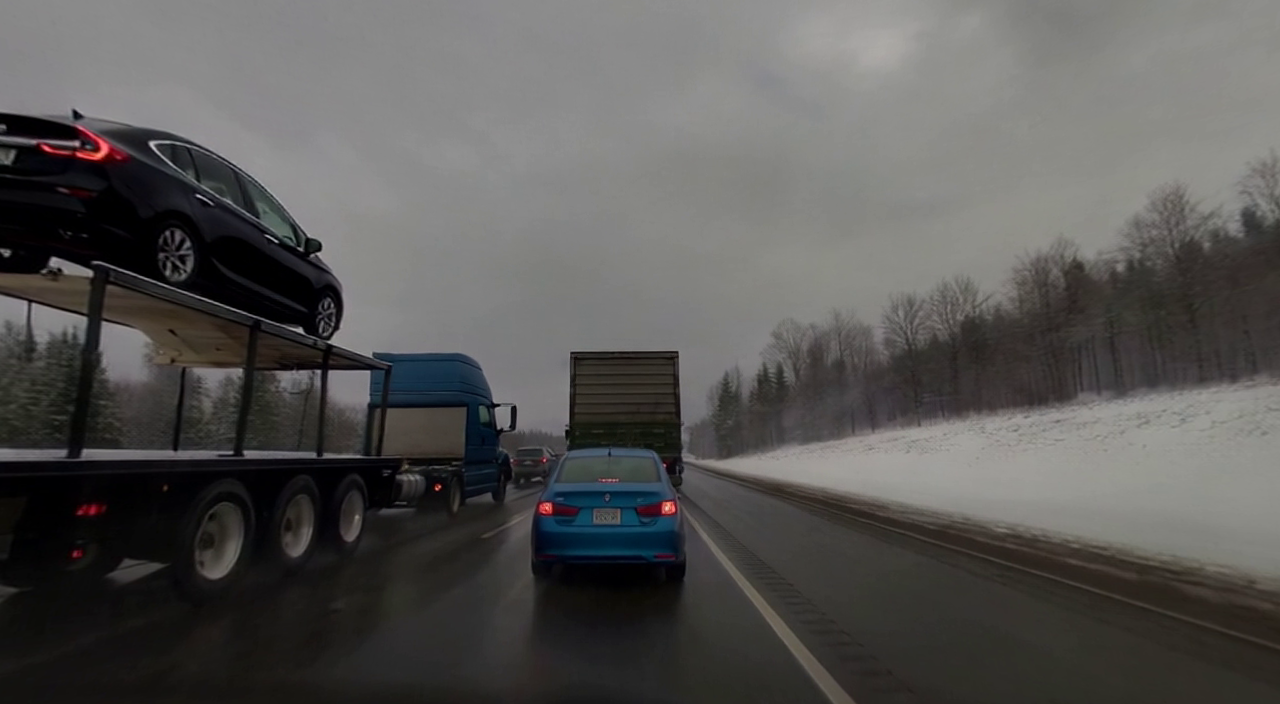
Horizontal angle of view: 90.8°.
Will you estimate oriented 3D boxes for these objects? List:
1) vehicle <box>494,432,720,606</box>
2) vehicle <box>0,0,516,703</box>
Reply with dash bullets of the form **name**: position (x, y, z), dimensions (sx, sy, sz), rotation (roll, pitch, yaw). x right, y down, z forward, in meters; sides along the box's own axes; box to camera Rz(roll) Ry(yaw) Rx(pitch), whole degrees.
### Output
- **vehicle**: position (-0.315, 1.743, 7.339), dimensions (1.991, 1.507, 3.391), rotation (0, -9, -1)
- **vehicle**: position (-4.627, 0.692, 9.028), dimensions (2.836, 4.059, 14.286), rotation (0, -9, 0)
